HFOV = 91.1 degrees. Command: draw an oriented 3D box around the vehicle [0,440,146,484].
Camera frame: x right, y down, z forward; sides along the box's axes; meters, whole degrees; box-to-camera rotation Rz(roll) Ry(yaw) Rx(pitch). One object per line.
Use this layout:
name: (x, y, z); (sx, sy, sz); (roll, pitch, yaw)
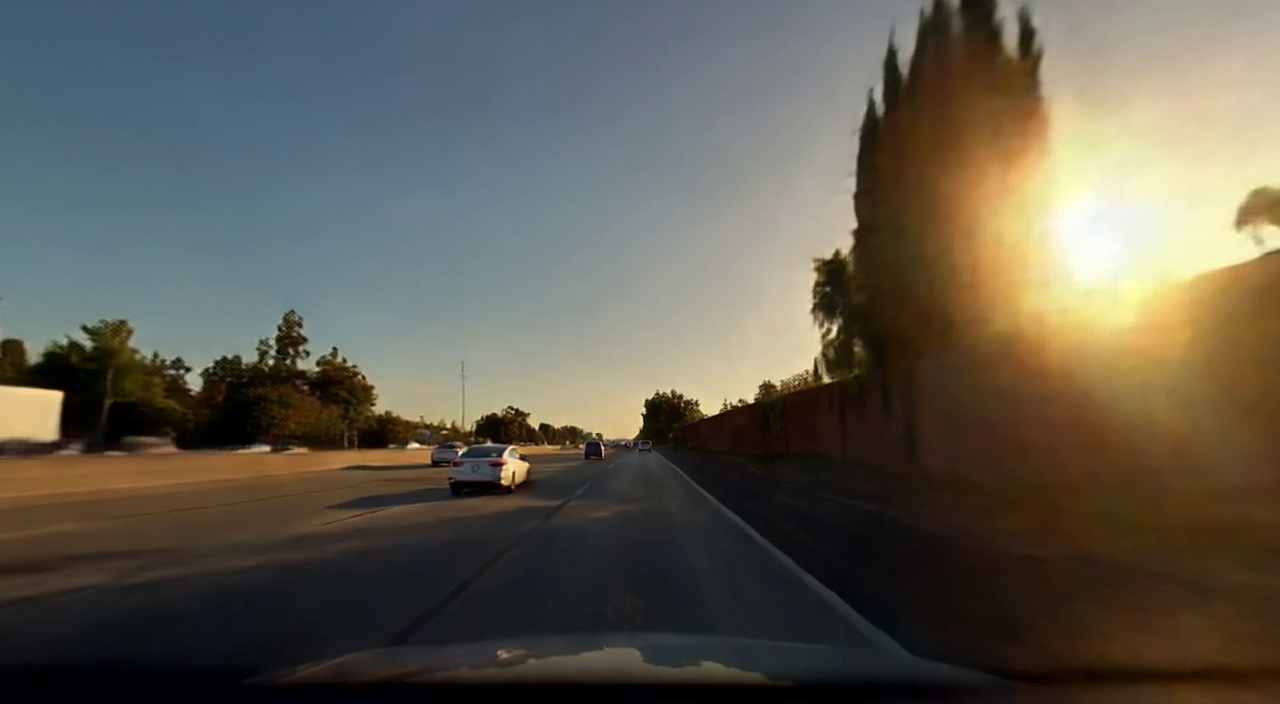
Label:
vehicle: (-21.260, 4.051, 23.528); (1.861, 1.461, 4.431); (0, -8, 0)

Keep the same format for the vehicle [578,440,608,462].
vehicle: (-3.650, 7.792, 49.668); (2.036, 1.636, 4.511); (0, -8, 1)

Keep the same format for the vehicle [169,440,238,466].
vehicle: (-27.742, 6.412, 40.041); (1.399, 1.579, 4.043); (0, -8, 1)

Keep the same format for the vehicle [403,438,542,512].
vehicle: (-3.777, 2.843, 15.182); (1.945, 1.484, 4.803); (0, -8, 1)
